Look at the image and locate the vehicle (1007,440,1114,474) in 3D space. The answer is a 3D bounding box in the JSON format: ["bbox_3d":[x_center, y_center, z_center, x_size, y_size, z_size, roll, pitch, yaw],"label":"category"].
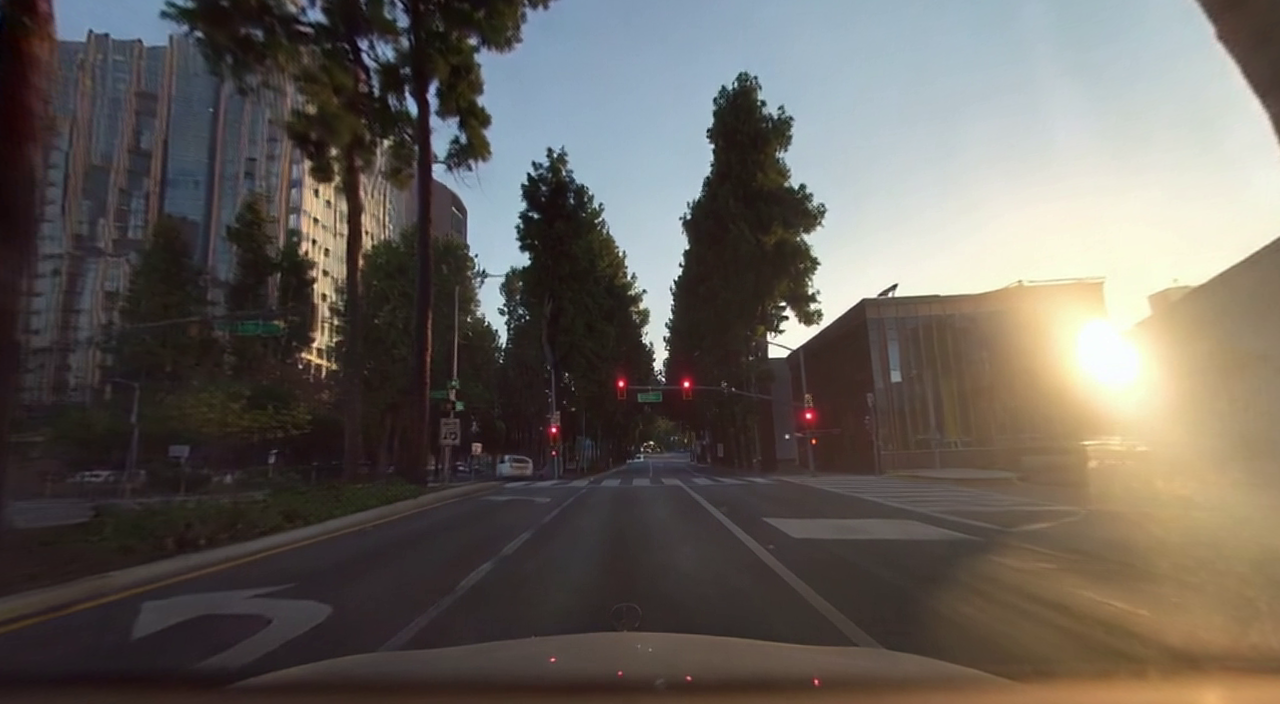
[{"bbox_3d":[21.318,5.328,32.170,3.967,1.636,1.932,-1,-9,1],"label":"vehicle"}]

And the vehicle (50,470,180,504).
[{"bbox_3d":[-26.585,6.857,32.111,4.758,1.549,2.194,-1,-9,4],"label":"vehicle"}]
